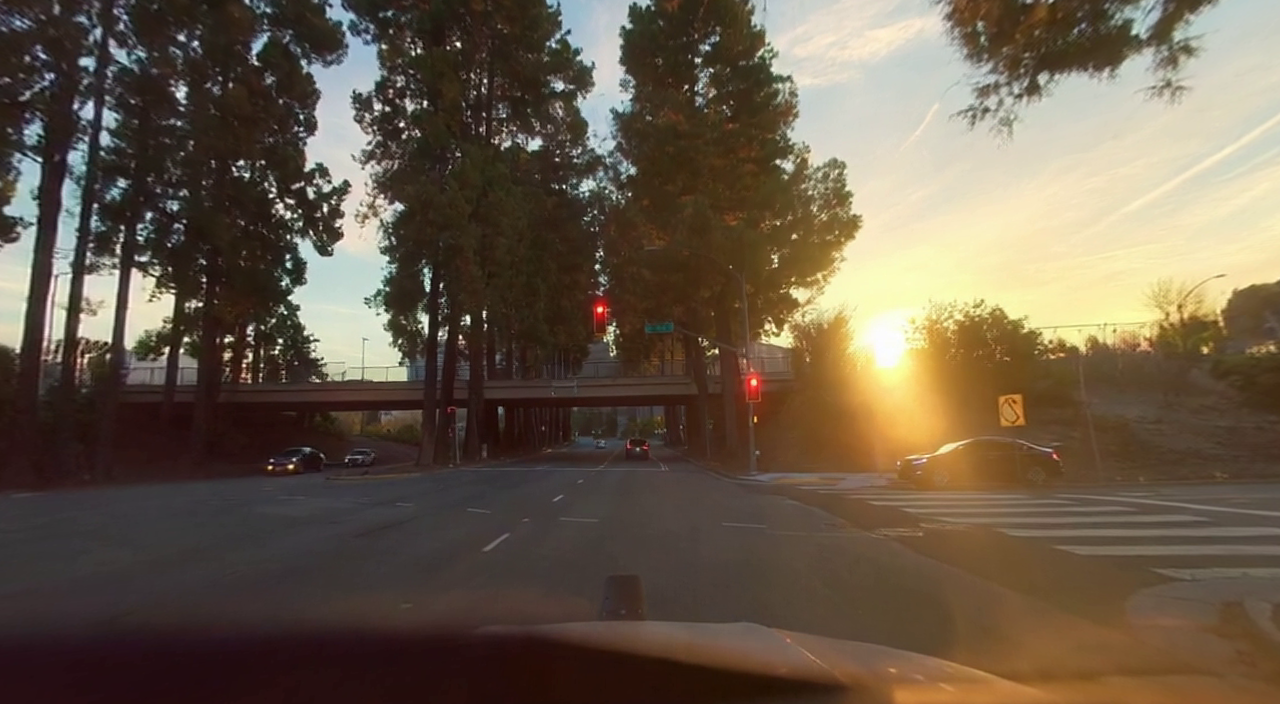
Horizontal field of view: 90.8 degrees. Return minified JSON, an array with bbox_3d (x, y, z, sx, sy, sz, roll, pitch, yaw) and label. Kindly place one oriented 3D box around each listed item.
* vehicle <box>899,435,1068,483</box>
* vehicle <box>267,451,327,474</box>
[{"bbox_3d":[11.359,3.536,21.063,4.691,1.466,1.800,1,-9,-7],"label":"vehicle"},{"bbox_3d":[-24.010,7.725,44.446,1.834,1.482,4.310,0,-9,-1],"label":"vehicle"}]
